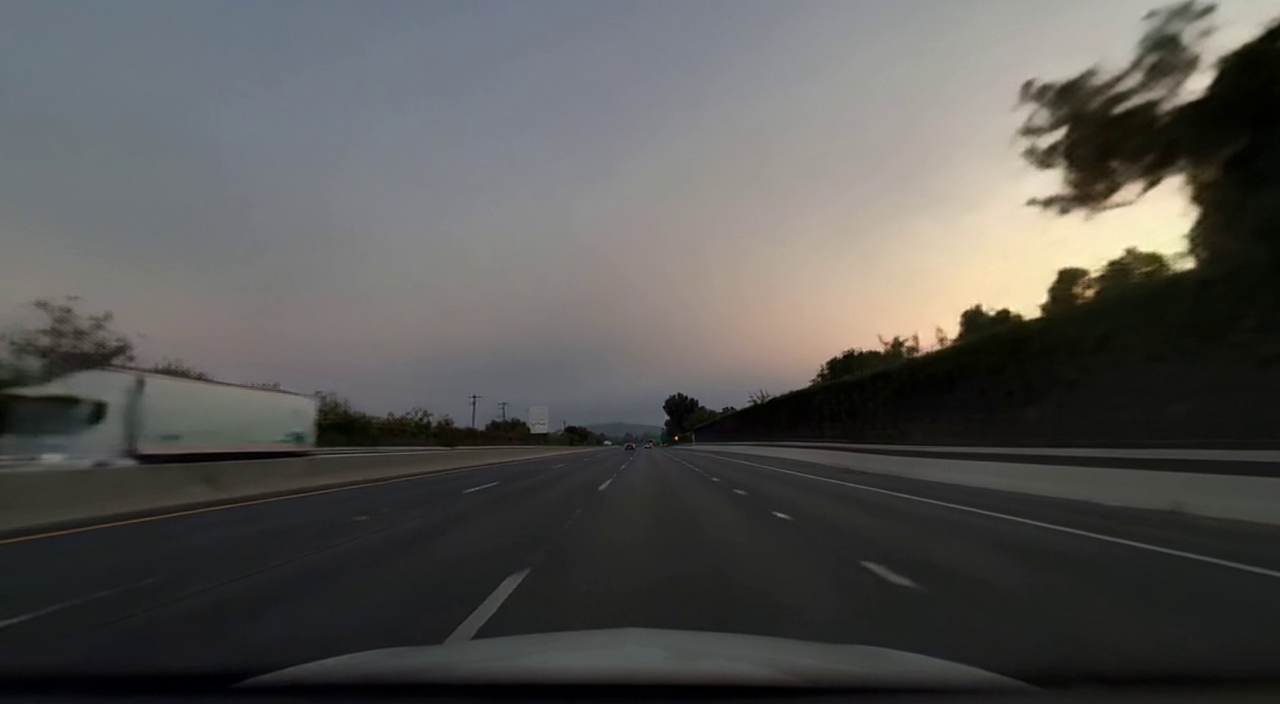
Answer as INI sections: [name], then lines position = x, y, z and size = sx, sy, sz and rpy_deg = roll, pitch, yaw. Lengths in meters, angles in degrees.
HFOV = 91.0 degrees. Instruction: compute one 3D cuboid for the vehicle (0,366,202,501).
[vehicle]
position = -19.112, 2.846, 21.878
size = 3.006, 3.996, 6.212
rpy_deg = 0, -8, 1
